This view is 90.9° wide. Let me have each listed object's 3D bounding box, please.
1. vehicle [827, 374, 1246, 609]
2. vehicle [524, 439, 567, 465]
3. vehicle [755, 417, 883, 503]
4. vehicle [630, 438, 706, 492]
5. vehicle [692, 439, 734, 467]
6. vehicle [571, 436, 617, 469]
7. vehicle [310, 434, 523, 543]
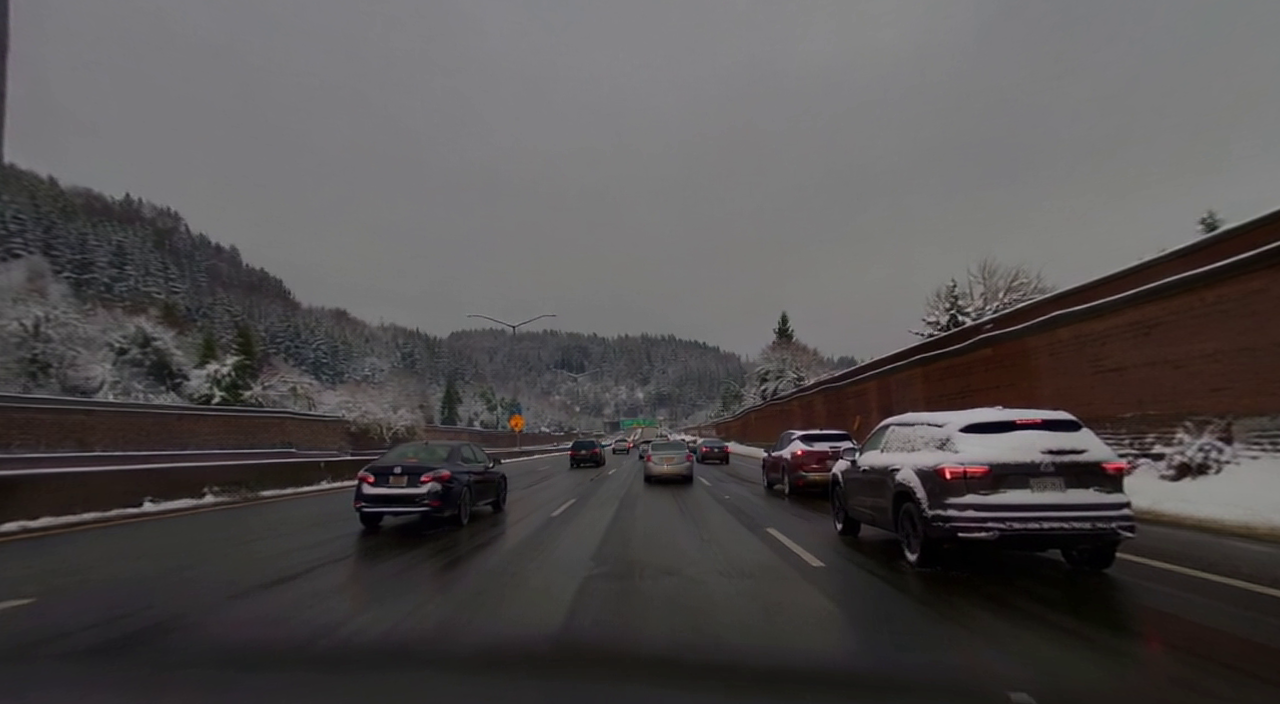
[{"bbox_3d":[3.757,1.399,7.183,1.930,1.831,4.344,0,-8,1],"label":"vehicle"},{"bbox_3d":[-6.526,6.954,44.095,2.055,1.751,4.825,0,-8,2],"label":"vehicle"},{"bbox_3d":[4.350,2.698,16.186,1.970,1.872,4.575,0,-8,0],"label":"vehicle"},{"bbox_3d":[0.765,3.429,19.546,2.105,1.471,3.978,0,-8,0],"label":"vehicle"},{"bbox_3d":[4.122,5.743,36.100,1.855,1.513,3.915,0,-8,-1],"label":"vehicle"},{"bbox_3d":[-2.653,5.939,37.572,2.154,1.793,4.736,0,-8,3],"label":"vehicle"},{"bbox_3d":[-3.454,2.173,10.799,1.961,1.456,4.362,0,-8,1],"label":"vehicle"}]
